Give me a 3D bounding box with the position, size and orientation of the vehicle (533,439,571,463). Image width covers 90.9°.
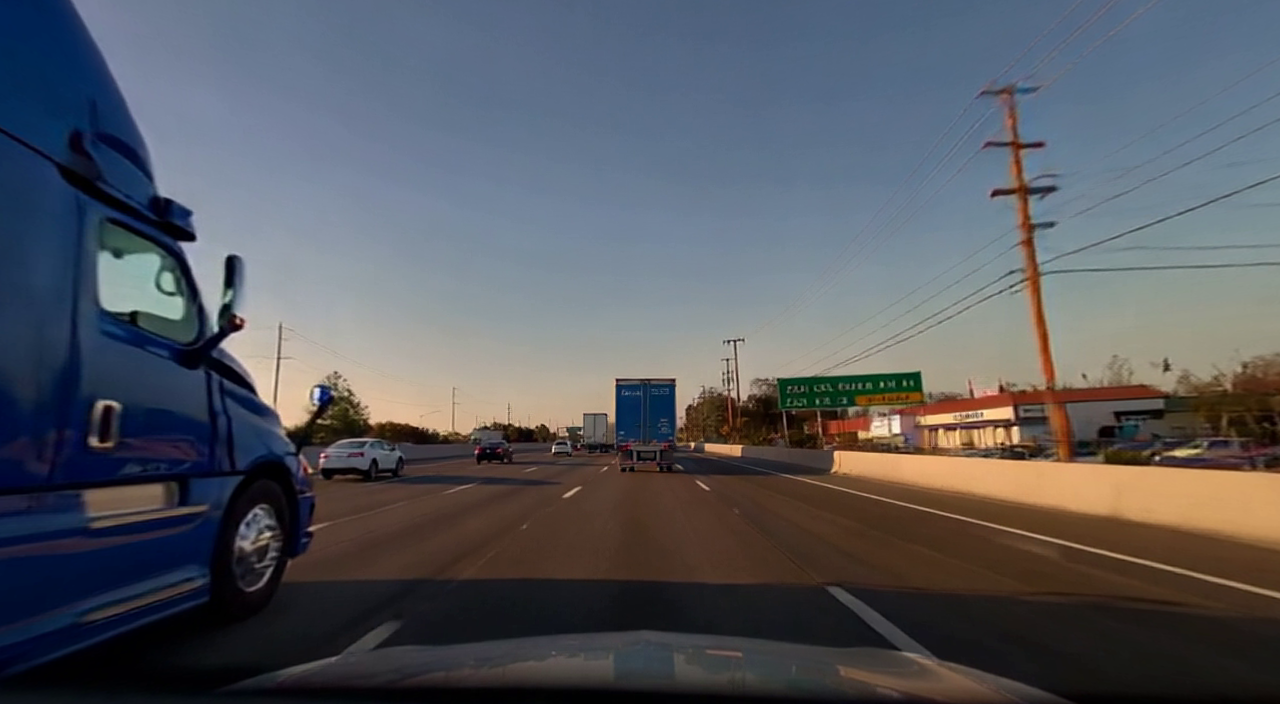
[{"bbox_3d":[-5.692,6.450,41.115,1.933,1.459,4.478,0,-9,-1],"label":"vehicle"}]

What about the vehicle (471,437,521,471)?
[{"bbox_3d":[-6.994,4.994,30.926,1.736,1.580,2.778,0,-9,0],"label":"vehicle"}]

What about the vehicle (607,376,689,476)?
[{"bbox_3d":[0.250,3.396,27.631,2.941,3.604,9.851,0,-9,-1],"label":"vehicle"}]

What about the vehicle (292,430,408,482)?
[{"bbox_3d":[-10.871,3.933,24.126,2.046,1.779,4.752,0,-9,1],"label":"vehicle"}]

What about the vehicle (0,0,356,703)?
[{"bbox_3d":[-4.077,-0.177,0.917,3.061,3.891,8.658,0,-9,1],"label":"vehicle"}]
